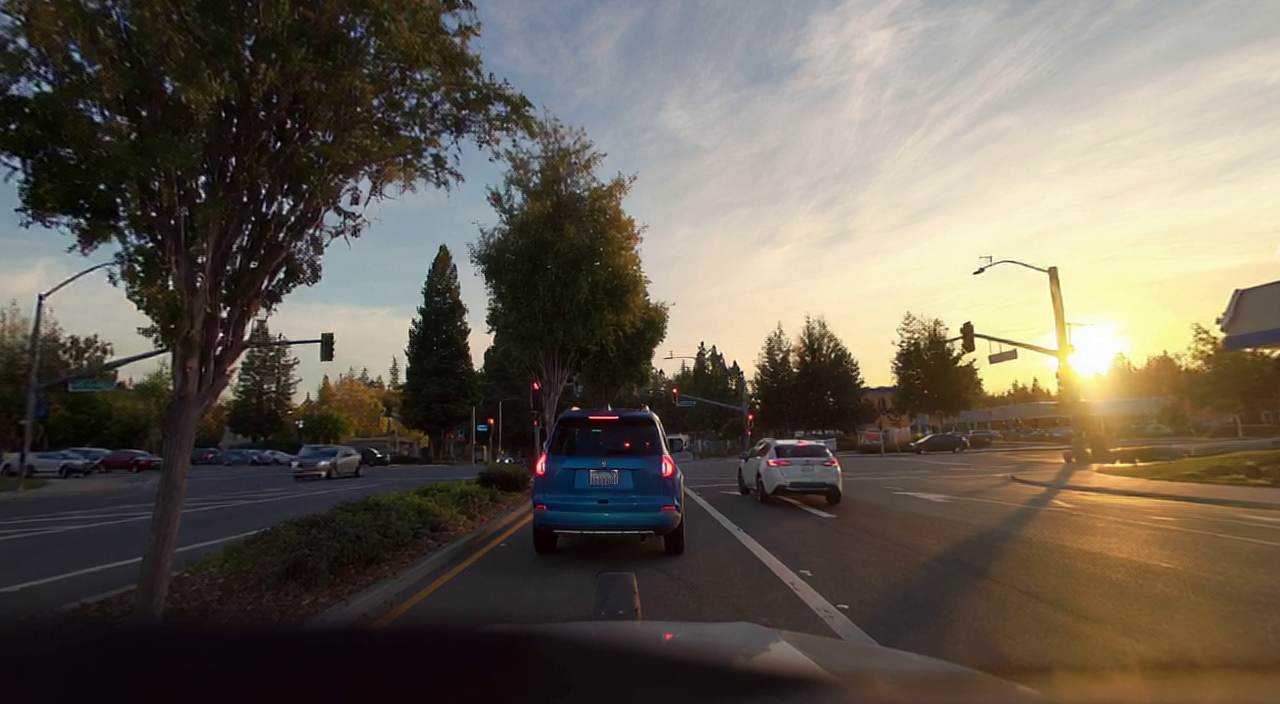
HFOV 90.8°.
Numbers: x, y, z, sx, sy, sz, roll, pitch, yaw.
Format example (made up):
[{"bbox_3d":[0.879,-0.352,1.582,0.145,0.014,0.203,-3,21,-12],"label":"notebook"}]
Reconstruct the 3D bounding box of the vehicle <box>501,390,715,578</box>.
[{"bbox_3d":[-0.298,1.648,8.624,2.096,1.837,4.687,0,-9,0],"label":"vehicle"}]

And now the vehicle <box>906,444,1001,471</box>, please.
[{"bbox_3d":[17.195,5.776,34.780,4.290,1.427,1.751,0,-9,2],"label":"vehicle"}]

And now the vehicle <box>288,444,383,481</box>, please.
[{"bbox_3d":[-13.131,4.773,27.624,1.983,1.460,4.456,0,-9,-1],"label":"vehicle"}]

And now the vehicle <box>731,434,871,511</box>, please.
[{"bbox_3d":[3.642,2.820,15.362,2.098,1.555,4.778,0,-9,-1],"label":"vehicle"}]
